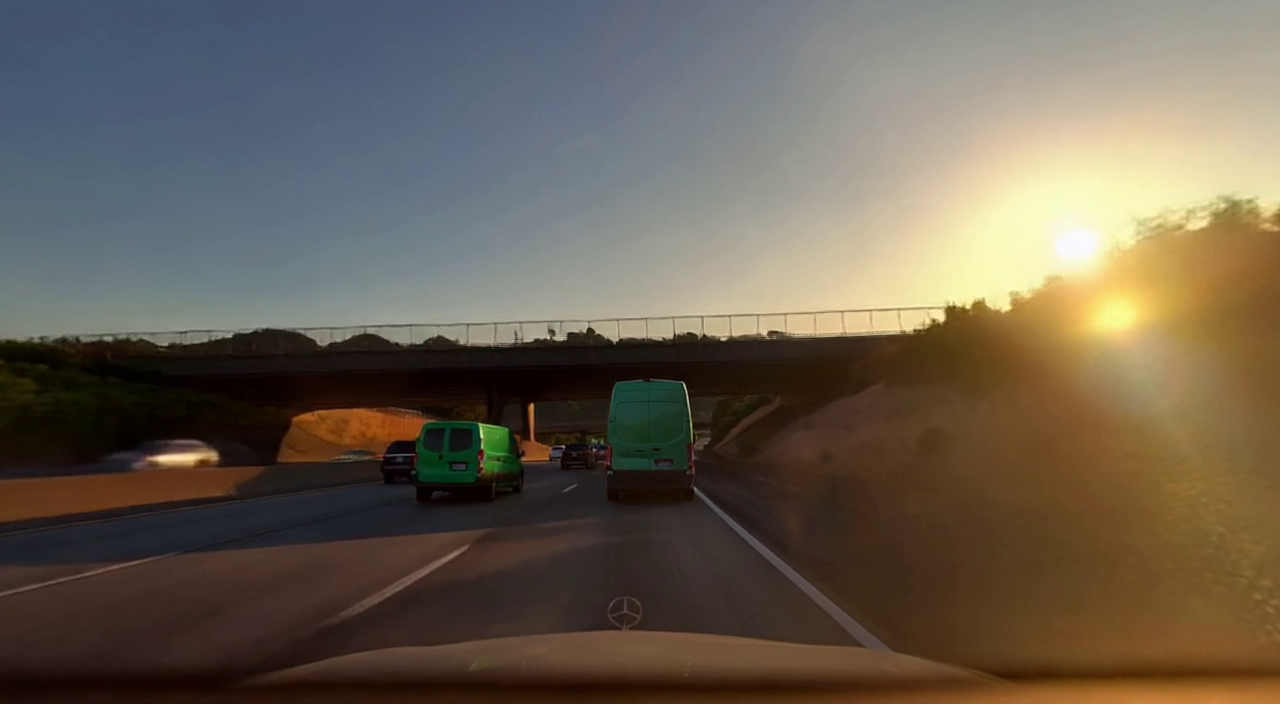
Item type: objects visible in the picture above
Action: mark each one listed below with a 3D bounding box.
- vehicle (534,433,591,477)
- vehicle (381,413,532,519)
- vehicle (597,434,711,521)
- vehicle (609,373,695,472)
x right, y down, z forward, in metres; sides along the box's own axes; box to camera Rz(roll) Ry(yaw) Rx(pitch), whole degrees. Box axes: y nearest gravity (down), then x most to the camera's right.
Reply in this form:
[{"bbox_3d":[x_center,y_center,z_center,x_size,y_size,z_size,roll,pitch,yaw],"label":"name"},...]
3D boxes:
[{"bbox_3d":[-3.485,4.747,29.242,2.068,1.862,4.234,0,-9,0],"label":"vehicle"},{"bbox_3d":[-3.648,2.367,13.400,1.951,1.882,3.979,0,-9,1],"label":"vehicle"},{"bbox_3d":[0.234,2.448,12.696,1.991,1.507,3.391,0,-9,0],"label":"vehicle"},{"bbox_3d":[0.480,4.125,33.618,3.289,3.822,18.653,0,-9,0],"label":"vehicle"}]
